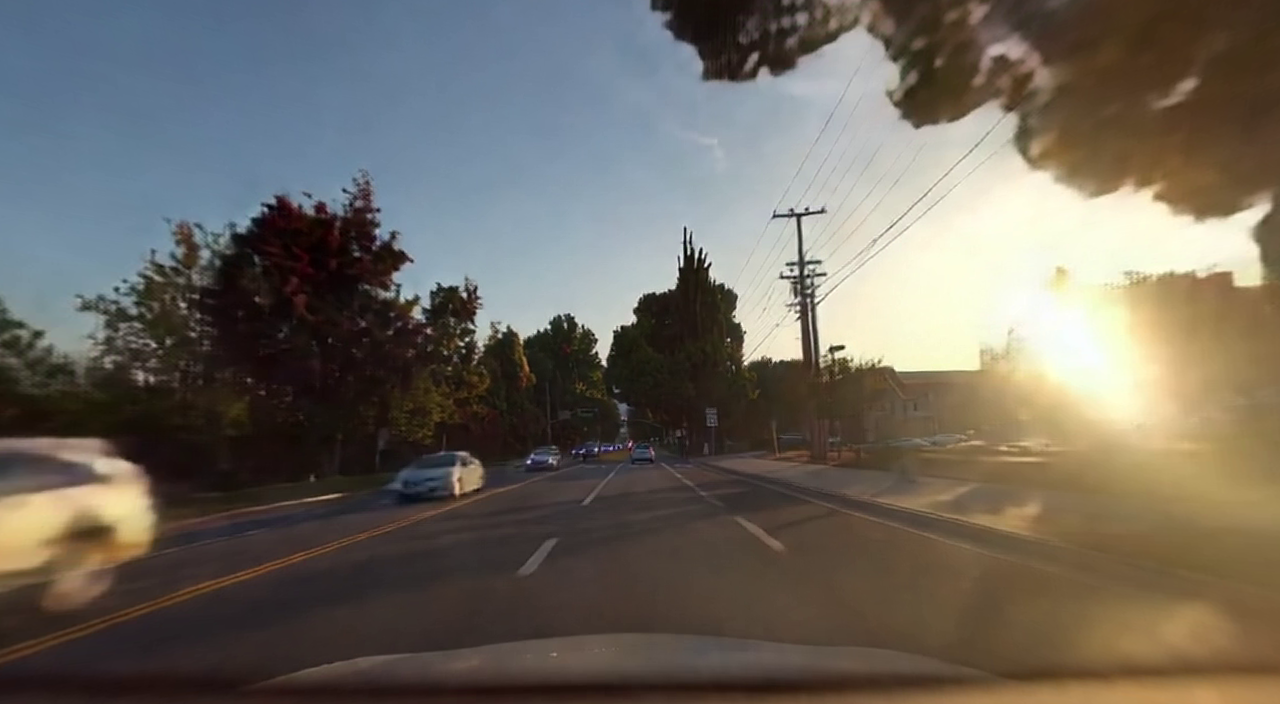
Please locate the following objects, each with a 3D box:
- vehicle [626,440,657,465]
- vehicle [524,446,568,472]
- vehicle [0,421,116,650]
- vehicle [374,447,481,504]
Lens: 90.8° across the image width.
[{"bbox_3d":[0.087,7.459,46.927,2.163,1.746,4.073,0,-8,-1],"label":"vehicle"},{"bbox_3d":[-5.736,6.598,39.102,2.030,1.445,4.321,-1,-8,1],"label":"vehicle"},{"bbox_3d":[-5.471,1.168,3.452,1.792,1.628,4.000,0,-8,-1],"label":"vehicle"},{"bbox_3d":[-6.222,3.618,18.987,1.933,1.492,3.755,-1,-8,0],"label":"vehicle"}]
